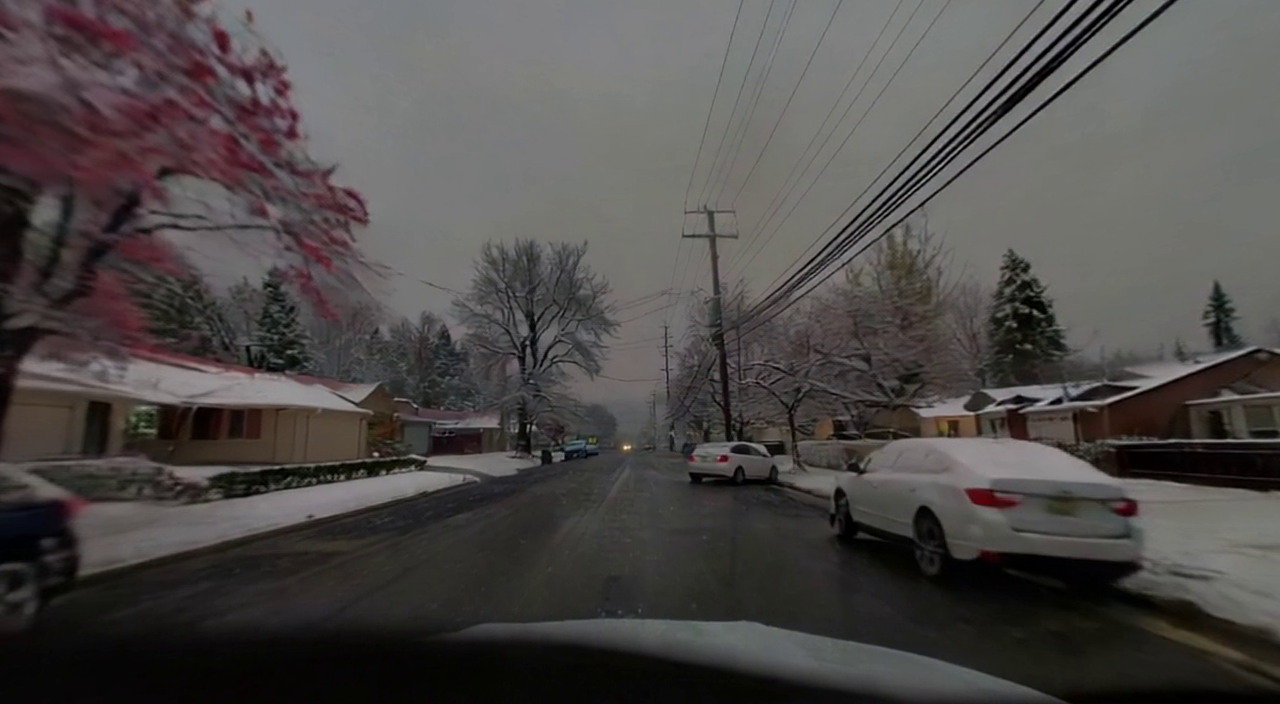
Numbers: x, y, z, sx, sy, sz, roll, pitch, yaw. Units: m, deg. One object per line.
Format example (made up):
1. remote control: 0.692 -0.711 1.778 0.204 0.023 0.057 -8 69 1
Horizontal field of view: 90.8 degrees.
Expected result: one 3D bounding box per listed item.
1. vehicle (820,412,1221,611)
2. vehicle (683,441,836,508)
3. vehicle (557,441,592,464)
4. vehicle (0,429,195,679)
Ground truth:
1. vehicle: 3.880 1.688 7.649 2.103 1.679 4.386 0 -8 0
2. vehicle: 3.204 3.024 16.187 2.075 1.449 4.526 -6 -10 35
3. vehicle: -4.741 7.336 46.398 1.938 1.508 4.481 0 -7 1
4. vehicle: -4.693 1.054 2.850 1.810 1.446 4.668 -1 -9 3
